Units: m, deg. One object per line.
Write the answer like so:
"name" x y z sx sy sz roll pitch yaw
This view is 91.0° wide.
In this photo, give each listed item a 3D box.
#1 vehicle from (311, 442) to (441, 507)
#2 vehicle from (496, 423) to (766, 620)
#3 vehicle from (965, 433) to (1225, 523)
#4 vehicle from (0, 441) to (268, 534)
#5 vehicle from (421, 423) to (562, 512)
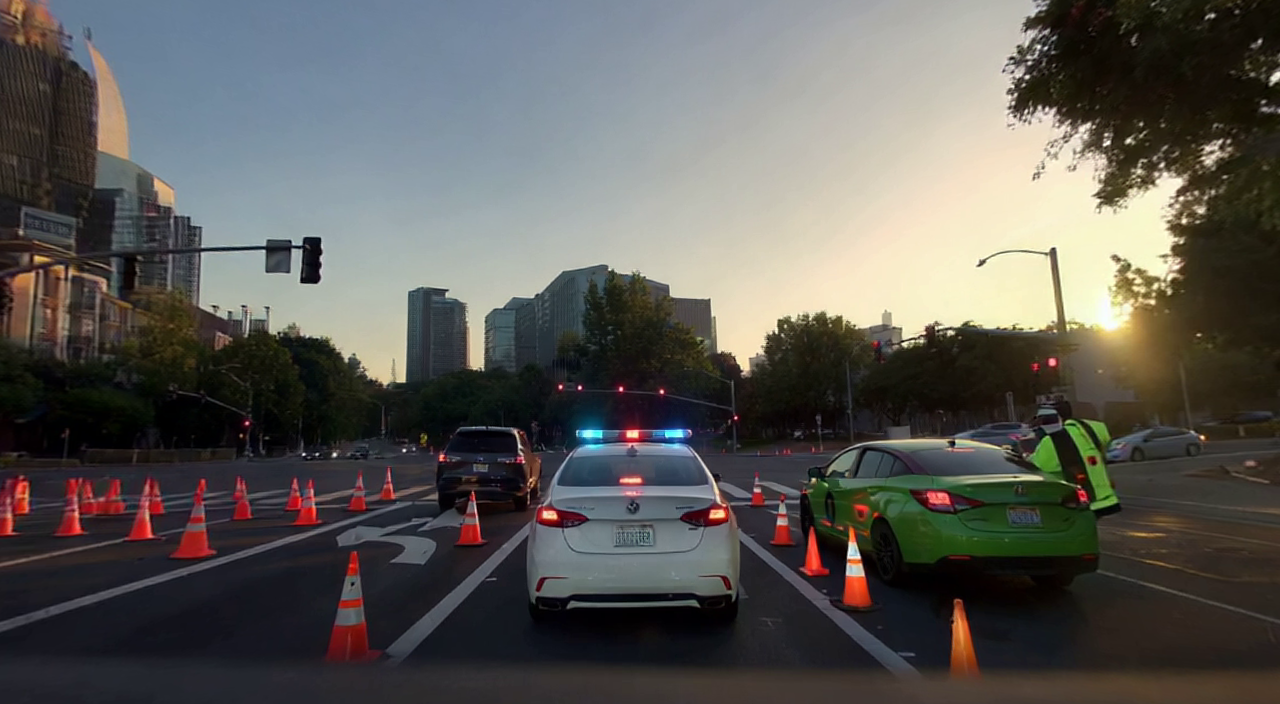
"vehicle" -6.556 3.043 16.056 1.825 1.460 3.365 0 -9 0
"vehicle" -0.124 1.627 7.068 2.061 1.486 4.332 0 -8 -2
"vehicle" 9.334 2.587 13.589 1.957 1.576 4.670 0 -9 -3
"vehicle" -9.807 2.572 12.656 1.858 1.494 4.578 0 -8 0
"vehicle" -3.323 2.701 15.212 2.096 1.789 4.719 0 -8 2
